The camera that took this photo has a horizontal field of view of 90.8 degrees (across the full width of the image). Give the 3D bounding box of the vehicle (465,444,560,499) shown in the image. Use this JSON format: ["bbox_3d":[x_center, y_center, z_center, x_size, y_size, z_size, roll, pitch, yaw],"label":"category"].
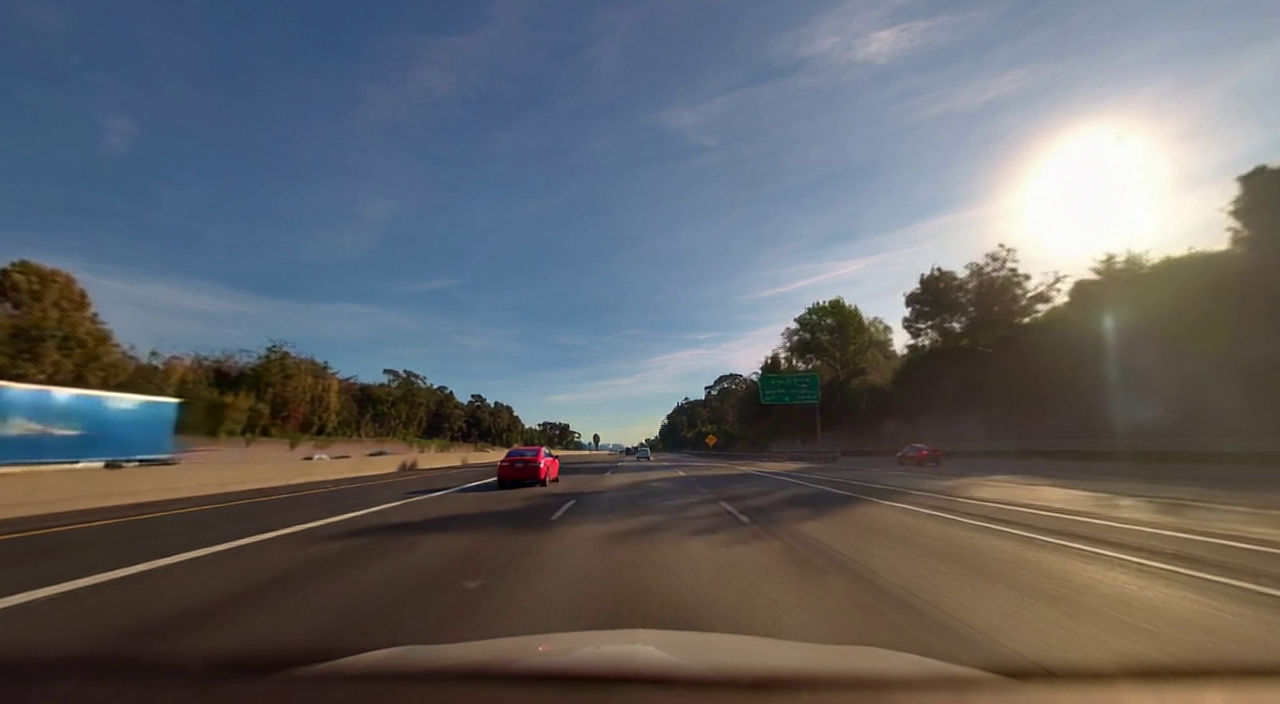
[{"bbox_3d":[-3.673,3.541,19.057,1.873,1.438,4.546,0,-9,1],"label":"vehicle"}]

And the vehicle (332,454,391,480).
[{"bbox_3d":[-16.387,6.757,37.321,1.783,1.422,3.745,0,-9,0],"label":"vehicle"}]

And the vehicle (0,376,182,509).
[{"bbox_3d":[-20.491,2.859,19.789,3.002,3.888,12.377,0,-9,0],"label":"vehicle"}]

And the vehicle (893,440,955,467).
[{"bbox_3d":[18.501,6.660,41.333,1.925,1.648,4.367,0,-9,-1],"label":"vehicle"}]
